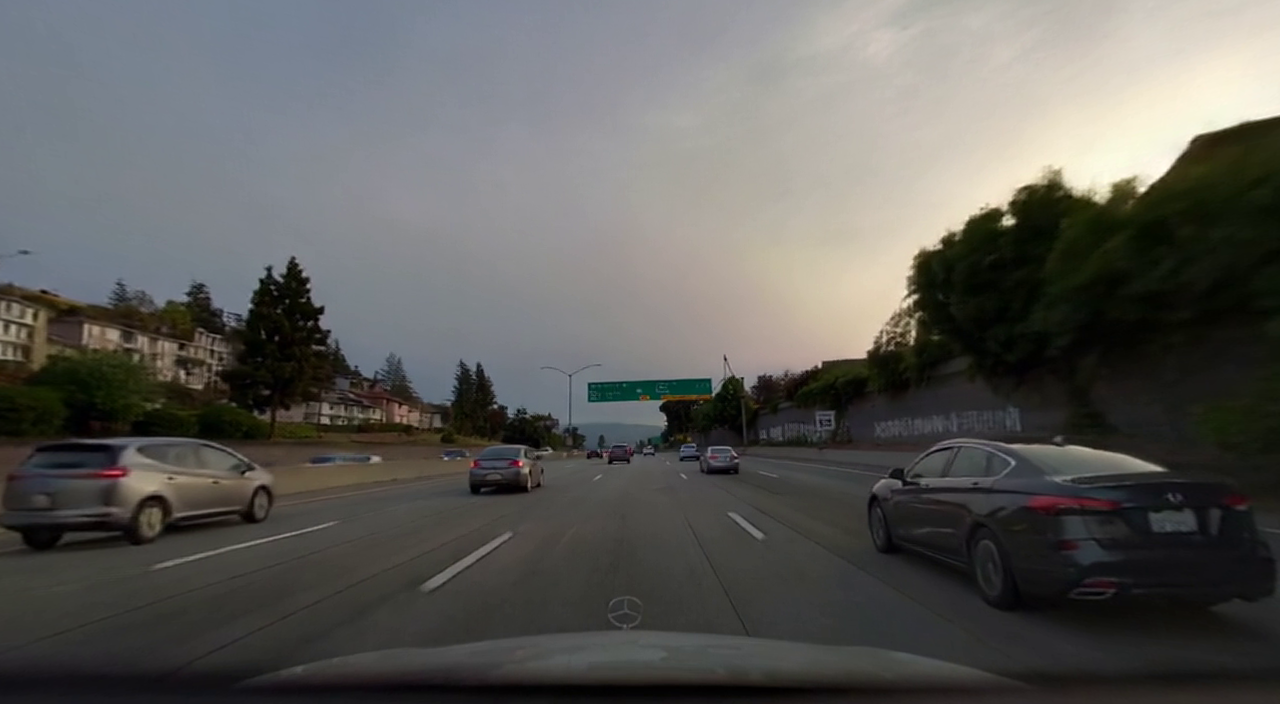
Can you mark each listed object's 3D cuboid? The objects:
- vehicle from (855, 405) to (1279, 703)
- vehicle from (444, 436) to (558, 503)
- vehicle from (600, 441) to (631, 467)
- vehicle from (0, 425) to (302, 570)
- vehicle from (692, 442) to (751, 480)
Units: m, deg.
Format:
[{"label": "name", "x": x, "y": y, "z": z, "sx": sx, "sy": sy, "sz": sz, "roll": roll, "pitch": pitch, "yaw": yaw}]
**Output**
[{"label": "vehicle", "x": 3.560, "y": 1.344, "z": 5.415, "sx": 1.912, "sy": 1.509, "sz": 4.291, "roll": 0, "pitch": -8, "yaw": 0}, {"label": "vehicle", "x": -3.622, "y": 3.150, "z": 17.378, "sx": 2.136, "sy": 1.571, "sz": 4.285, "roll": 0, "pitch": -8, "yaw": 0}, {"label": "vehicle", "x": -1.745, "y": 7.365, "z": 45.869, "sx": 2.183, "sy": 1.764, "sz": 4.134, "roll": 0, "pitch": -8, "yaw": -1}, {"label": "vehicle", "x": -7.394, "y": 2.020, "z": 9.595, "sx": 2.057, "sy": 1.681, "sz": 4.277, "roll": 0, "pitch": -8, "yaw": 1}, {"label": "vehicle", "x": 3.265, "y": 4.417, "z": 25.901, "sx": 1.854, "sy": 1.438, "sz": 3.954, "roll": 0, "pitch": -8, "yaw": 0}]
